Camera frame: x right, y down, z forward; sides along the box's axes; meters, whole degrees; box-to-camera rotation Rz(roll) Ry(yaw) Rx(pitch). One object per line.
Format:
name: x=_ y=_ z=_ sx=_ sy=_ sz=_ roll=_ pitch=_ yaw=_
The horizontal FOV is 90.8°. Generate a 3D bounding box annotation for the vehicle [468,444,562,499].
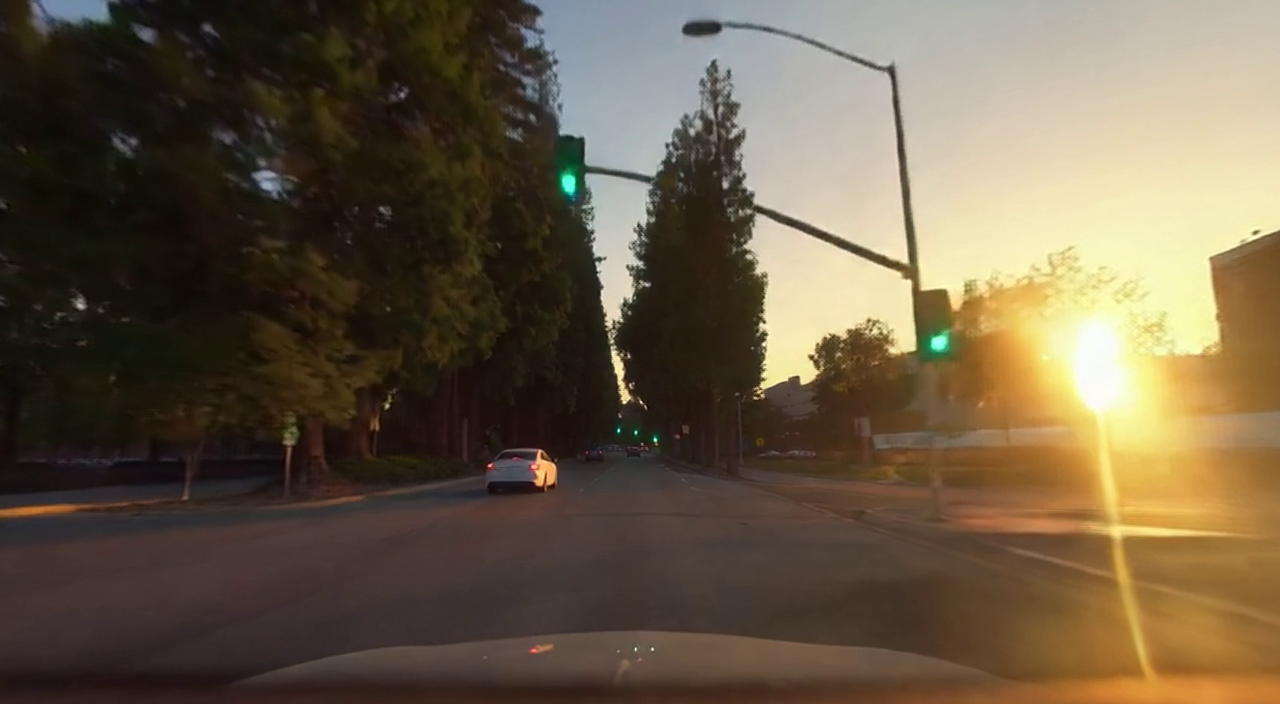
vehicle: x=-3.665 y=3.572 z=19.410 sx=1.968 sy=1.459 sz=4.433 roll=0 pitch=-8 yaw=0
